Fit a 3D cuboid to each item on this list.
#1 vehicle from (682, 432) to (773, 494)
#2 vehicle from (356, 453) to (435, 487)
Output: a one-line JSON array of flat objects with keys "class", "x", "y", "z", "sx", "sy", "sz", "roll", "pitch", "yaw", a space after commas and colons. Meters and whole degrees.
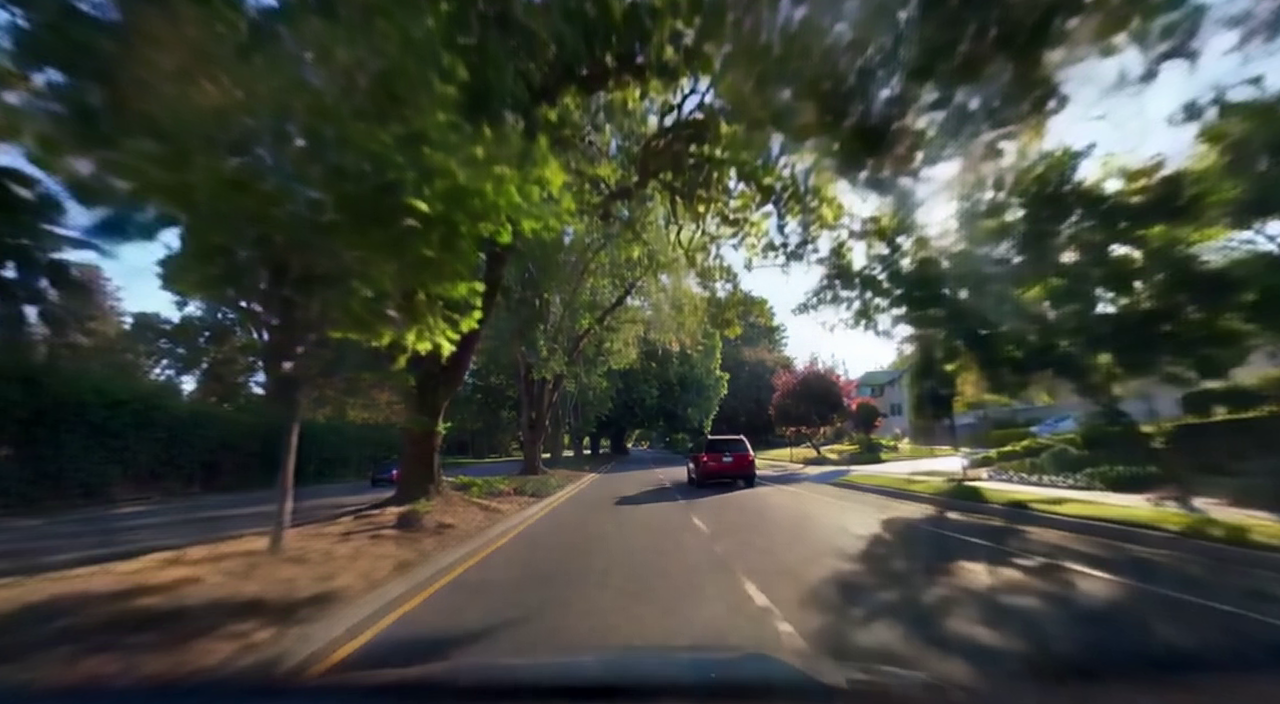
[{"class": "vehicle", "x": 2.621, "y": 3.462, "z": 20.020, "sx": 2.164, "sy": 1.725, "sz": 4.285, "roll": 0, "pitch": -9, "yaw": -1}, {"class": "vehicle", "x": -11.771, "y": 5.690, "z": 30.813, "sx": 1.968, "sy": 1.476, "sz": 4.631, "roll": 0, "pitch": -9, "yaw": 1}]
